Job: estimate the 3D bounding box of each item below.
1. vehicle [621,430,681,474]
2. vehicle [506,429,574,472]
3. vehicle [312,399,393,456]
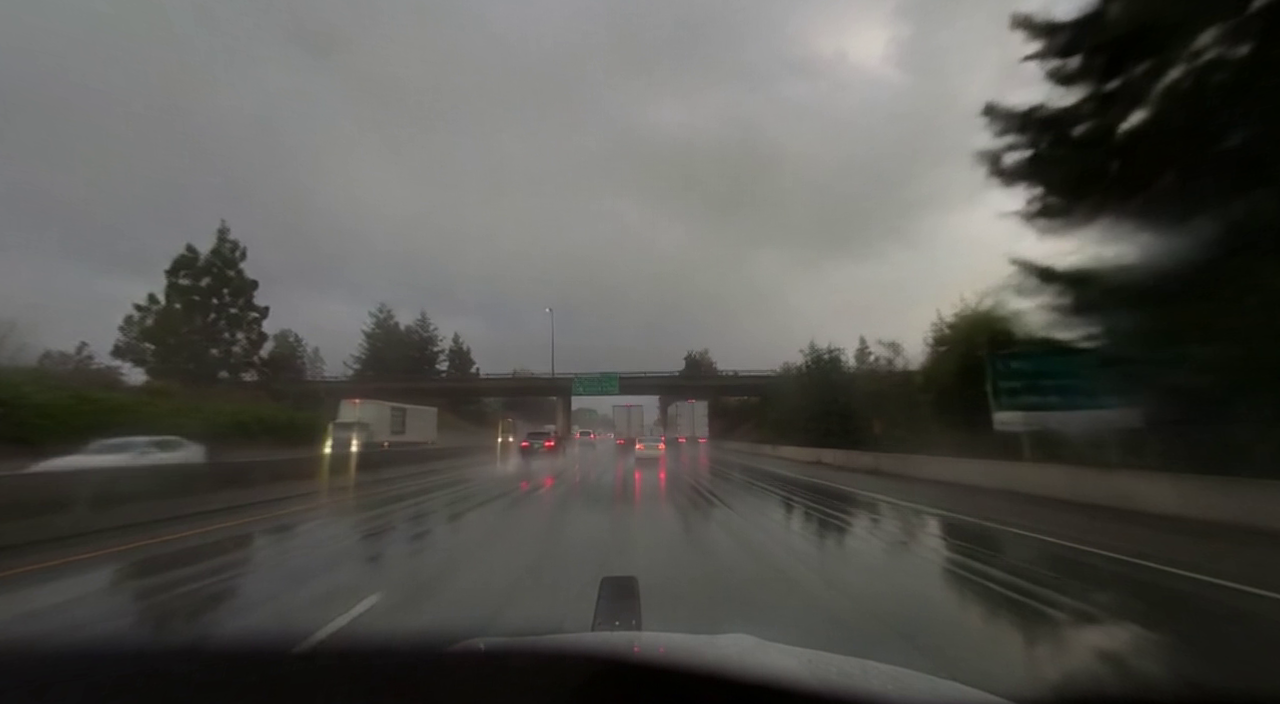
[{"bbox_3d":[0.336,3.719,23.706,2.059,1.522,3.693,0,-8,-1],"label":"vehicle"},{"bbox_3d":[-3.870,3.893,25.219,1.979,1.527,4.754,0,-8,-1],"label":"vehicle"},{"bbox_3d":[-21.353,5.720,47.213,3.051,3.954,6.368,0,-8,-1],"label":"vehicle"}]
